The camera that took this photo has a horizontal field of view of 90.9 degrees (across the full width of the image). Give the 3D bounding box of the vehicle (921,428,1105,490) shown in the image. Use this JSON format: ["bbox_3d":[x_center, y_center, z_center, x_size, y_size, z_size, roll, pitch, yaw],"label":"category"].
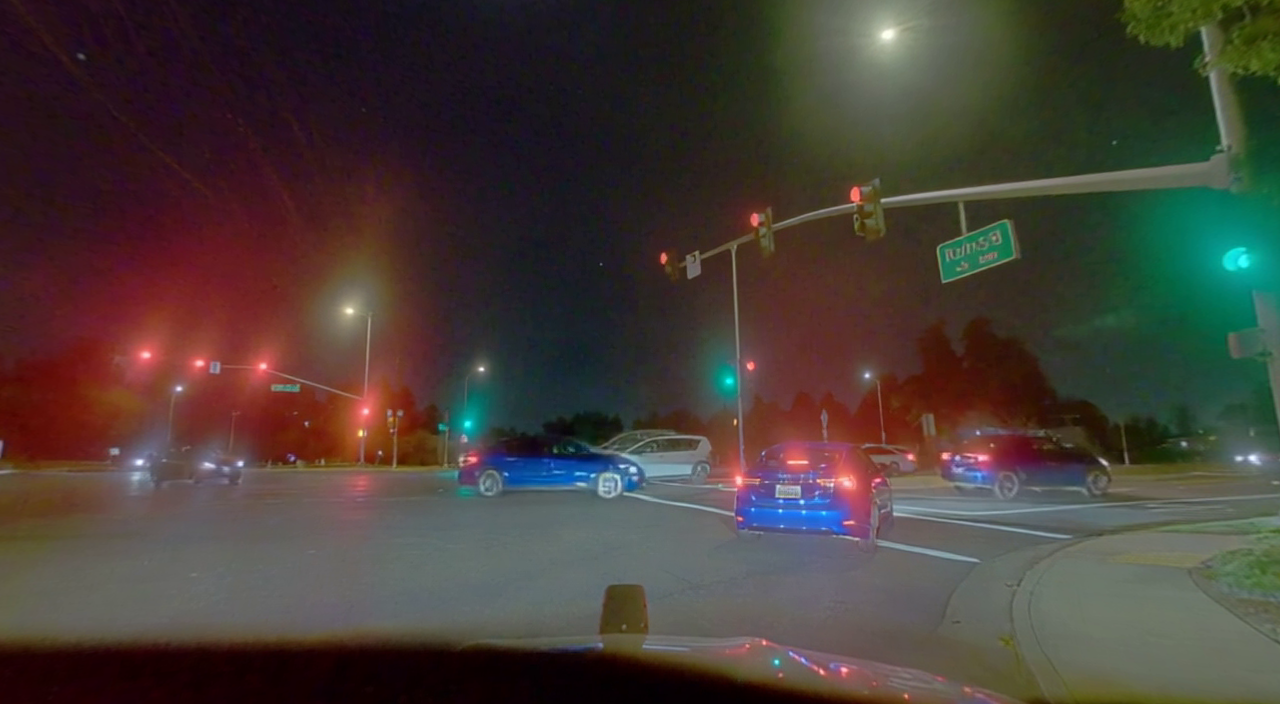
[{"bbox_3d":[12.318,3.473,20.825,5.332,1.807,2.450,4,-9,-24],"label":"vehicle"}]

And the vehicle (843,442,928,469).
[{"bbox_3d":[13.790,5.787,35.397,4.457,1.429,1.862,4,-9,-26],"label":"vehicle"}]

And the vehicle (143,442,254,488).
[{"bbox_3d":[-15.804,3.946,22.468,4.589,1.462,1.953,-7,-11,39],"label":"vehicle"}]

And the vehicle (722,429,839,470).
[{"bbox_3d":[7.271,5.057,32.534,5.791,1.964,2.199,5,-10,-26],"label":"vehicle"}]

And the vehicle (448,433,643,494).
[{"bbox_3d":[-2.401,2.960,16.892,4.826,1.484,2.000,-1,-8,5],"label":"vehicle"}]

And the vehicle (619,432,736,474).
[{"bbox_3d":[1.562,4.143,26.016,4.483,1.589,1.852,4,-9,-26],"label":"vehicle"}]
